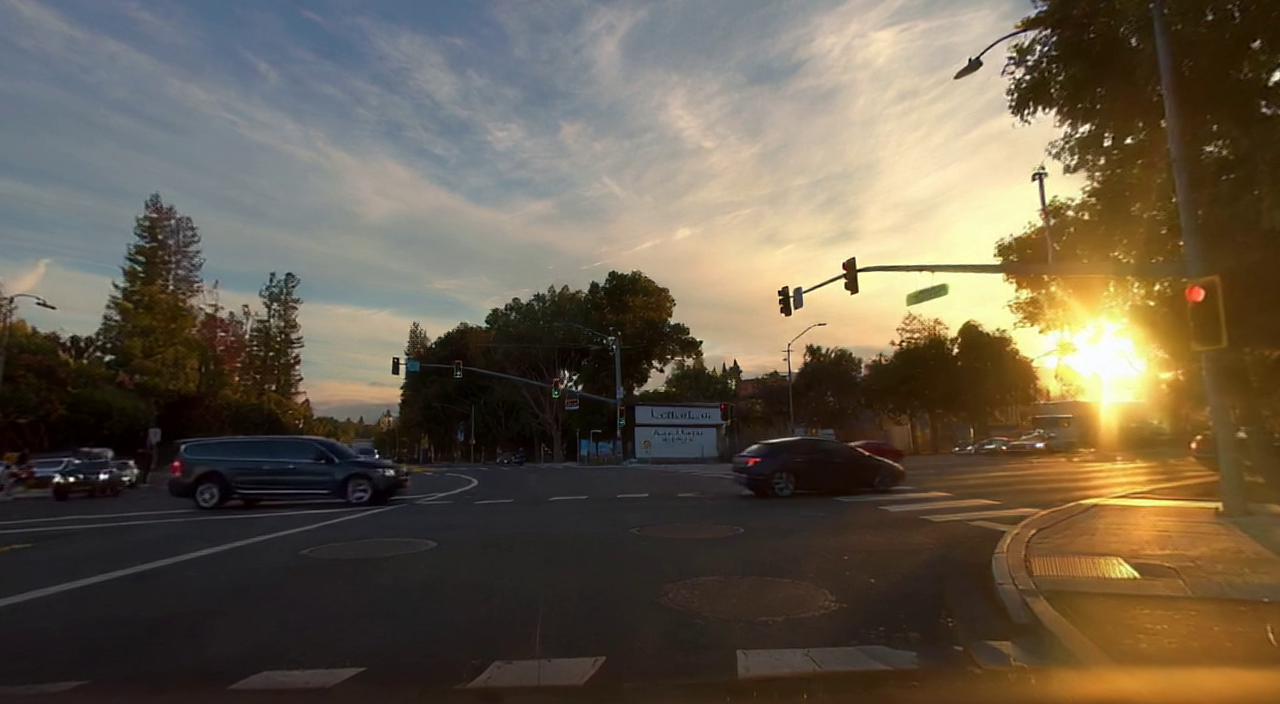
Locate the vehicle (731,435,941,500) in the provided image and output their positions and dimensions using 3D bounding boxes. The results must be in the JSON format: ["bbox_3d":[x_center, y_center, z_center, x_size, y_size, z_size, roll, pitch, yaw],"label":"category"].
[{"bbox_3d":[4.940,2.895,16.146,4.728,1.471,1.957,2,-9,-14],"label":"vehicle"}]

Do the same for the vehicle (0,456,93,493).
[{"bbox_3d":[-31.187,6.264,32.641,2.142,1.723,4.692,1,-9,-9],"label":"vehicle"}]

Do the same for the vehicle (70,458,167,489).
[{"bbox_3d":[-28.377,6.611,34.600,1.965,1.448,4.553,1,-9,-9],"label":"vehicle"}]

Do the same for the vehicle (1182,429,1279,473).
[{"bbox_3d":[23.827,3.940,25.328,4.281,1.621,1.903,5,-10,-33],"label":"vehicle"}]

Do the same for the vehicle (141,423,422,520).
[{"bbox_3d":[-8.424,2.749,14.933,5.896,1.937,2.358,-3,-9,19],"label":"vehicle"}]
